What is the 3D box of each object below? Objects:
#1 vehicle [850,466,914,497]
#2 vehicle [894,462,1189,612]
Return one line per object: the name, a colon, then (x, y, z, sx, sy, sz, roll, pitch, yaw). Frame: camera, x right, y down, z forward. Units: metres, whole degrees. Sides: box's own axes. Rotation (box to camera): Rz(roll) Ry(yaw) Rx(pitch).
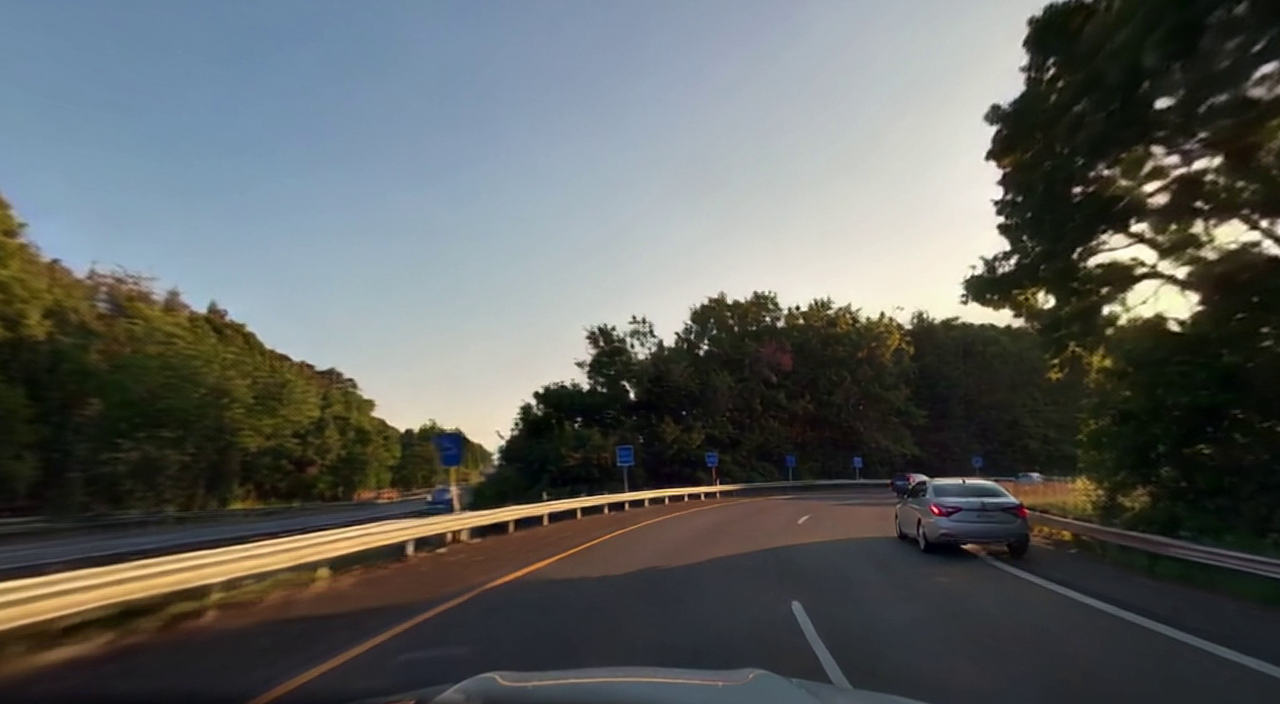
vehicle: (12.954, 6.879, 33.649, 1.992, 1.503, 3.793, -8, -14, 39)
vehicle: (5.325, 2.446, 9.188, 2.023, 1.593, 4.105, -1, -11, 8)
